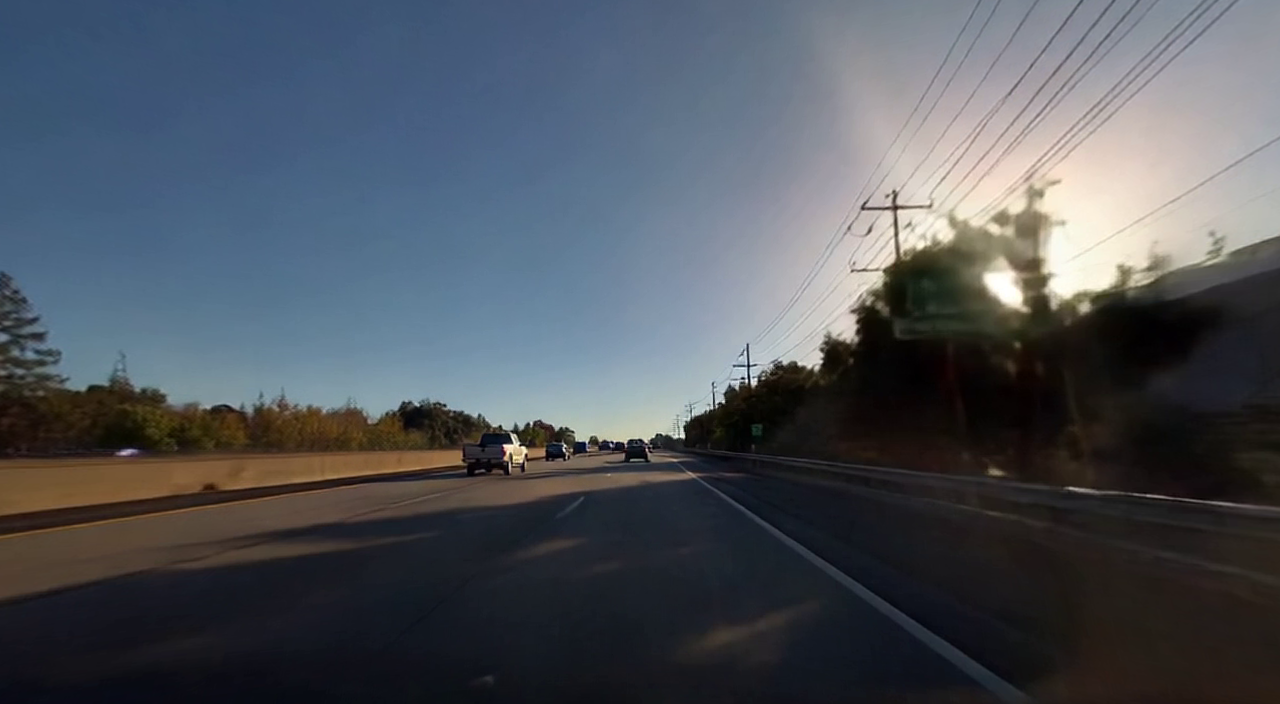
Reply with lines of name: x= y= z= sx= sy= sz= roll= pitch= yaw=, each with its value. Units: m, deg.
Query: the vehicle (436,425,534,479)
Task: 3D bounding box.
vehicle: x=-6.293 y=4.186 z=26.645 sx=2.460 sy=1.992 sz=6.474 roll=0 pitch=-8 yaw=1

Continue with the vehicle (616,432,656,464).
vehicle: x=-0.206 y=6.471 z=42.700 sx=2.448 sy=2.025 sz=5.193 roll=-1 pitch=-8 yaw=2
